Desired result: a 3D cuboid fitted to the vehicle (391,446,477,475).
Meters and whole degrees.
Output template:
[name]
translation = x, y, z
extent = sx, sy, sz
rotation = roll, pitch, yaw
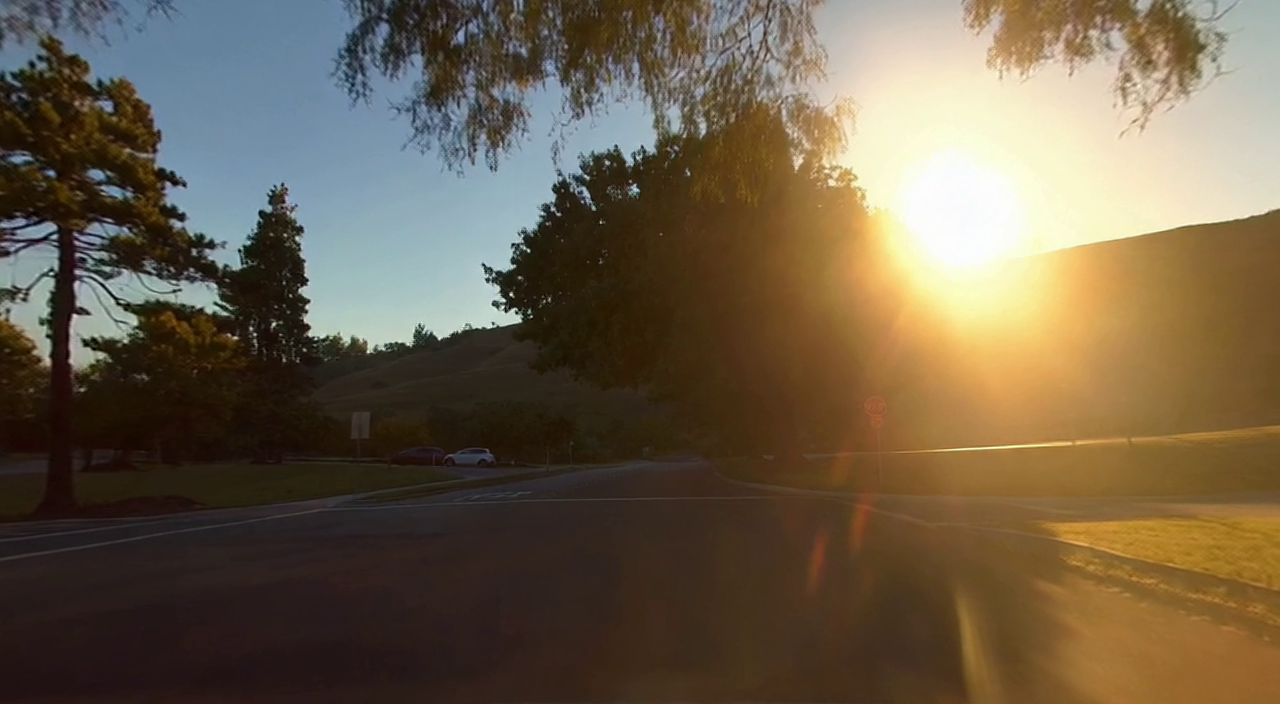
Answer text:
[vehicle]
translation = -12.685, 6.682, 39.015
extent = 4.590, 1.735, 1.973
rotation = -1, -9, 3
